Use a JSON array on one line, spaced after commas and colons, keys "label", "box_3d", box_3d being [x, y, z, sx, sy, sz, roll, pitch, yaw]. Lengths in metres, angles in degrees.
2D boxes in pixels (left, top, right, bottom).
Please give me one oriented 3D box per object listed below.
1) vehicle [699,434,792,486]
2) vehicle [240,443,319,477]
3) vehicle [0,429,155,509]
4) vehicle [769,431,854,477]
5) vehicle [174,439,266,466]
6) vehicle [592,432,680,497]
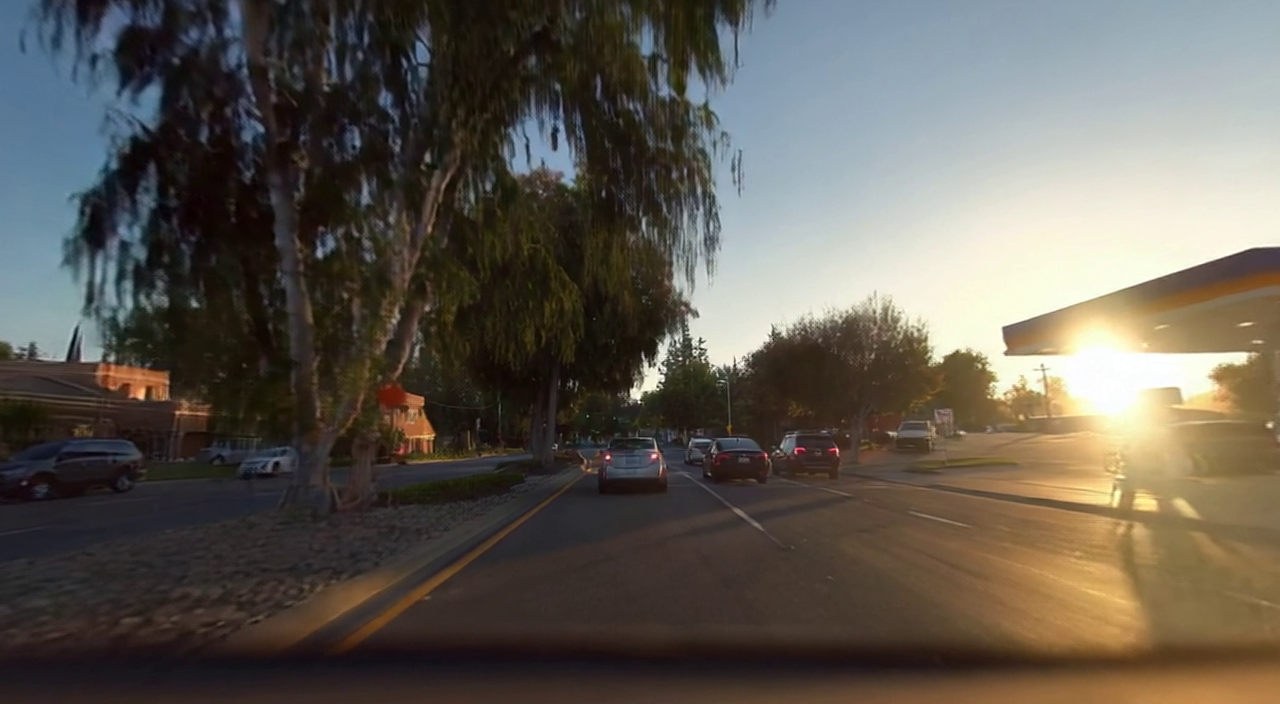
[{"label": "vehicle", "box_3d": [3.272, 3.473, 20.613, 2.124, 1.476, 4.730, 0, -8, -1]}, {"label": "vehicle", "box_3d": [-19.362, 5.812, 34.146, 1.903, 1.706, 3.994, 0, -8, 0]}, {"label": "vehicle", "box_3d": [-18.988, 3.679, 20.663, 2.222, 2.141, 5.390, -1, -6, -4]}, {"label": "vehicle", "box_3d": [7.056, 4.262, 26.582, 2.117, 1.757, 4.969, 0, -8, -1]}, {"label": "vehicle", "box_3d": [-28.216, 6.754, 42.520, 4.699, 1.775, 2.007, 0, -8, 1]}, {"label": "vehicle", "box_3d": [-0.071, 2.897, 16.608, 2.052, 1.488, 3.779, 0, -8, 1]}]
